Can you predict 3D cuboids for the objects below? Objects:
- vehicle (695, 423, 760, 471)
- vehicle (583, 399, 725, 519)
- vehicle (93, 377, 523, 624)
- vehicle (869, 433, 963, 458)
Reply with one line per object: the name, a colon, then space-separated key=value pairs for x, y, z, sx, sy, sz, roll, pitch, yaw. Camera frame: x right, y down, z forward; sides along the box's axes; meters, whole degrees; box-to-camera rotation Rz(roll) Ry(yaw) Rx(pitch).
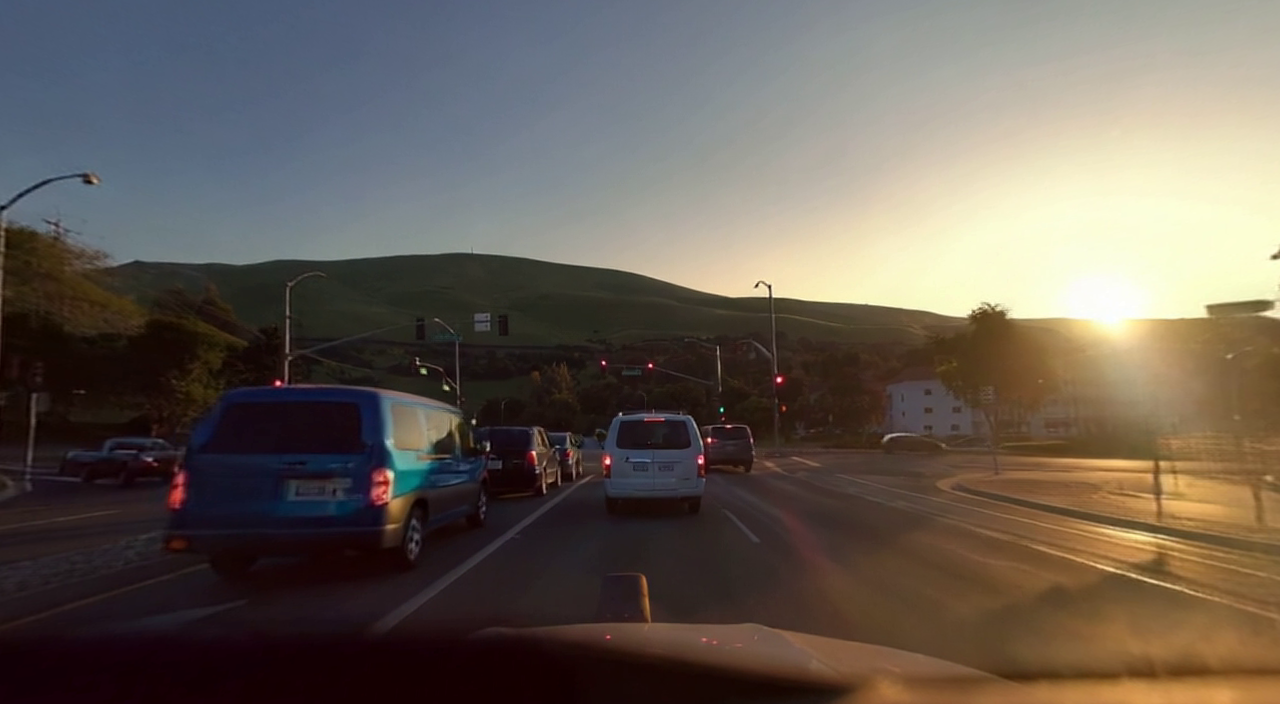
vehicle: x=3.180 y=3.549 z=23.614 sx=1.817 sy=1.662 sz=3.843 roll=0 pitch=-8 yaw=-1
vehicle: x=0.220 y=1.970 z=11.966 sx=2.185 sy=1.822 sz=4.391 roll=0 pitch=-8 yaw=0
vehicle: x=-2.849 y=1.413 z=6.932 sx=2.131 sy=1.783 sz=4.540 roll=0 pitch=-8 yaw=2
vehicle: x=16.263 y=5.525 z=37.245 sx=4.696 sy=1.461 sz=1.810 roll=0 pitch=-8 yaw=-1
